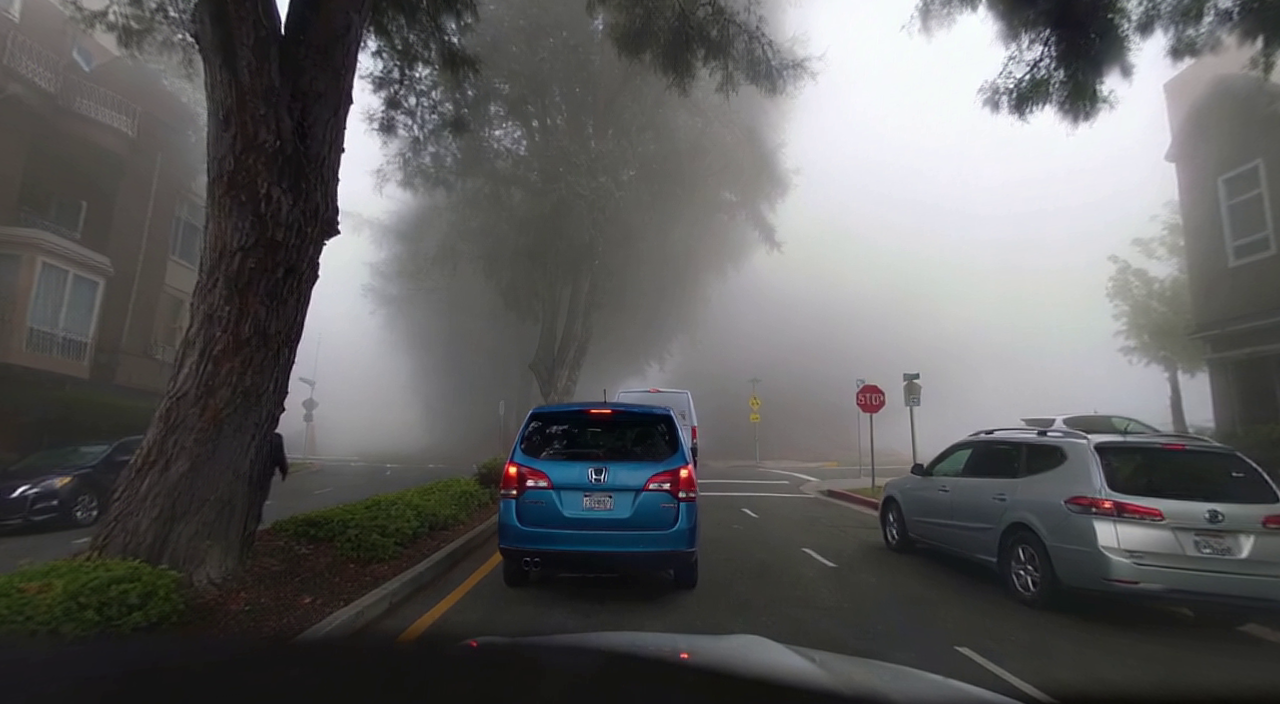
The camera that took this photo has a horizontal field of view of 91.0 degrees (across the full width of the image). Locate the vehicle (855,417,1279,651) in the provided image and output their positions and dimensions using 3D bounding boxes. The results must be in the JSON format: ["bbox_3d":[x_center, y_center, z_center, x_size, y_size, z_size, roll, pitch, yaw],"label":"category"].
[{"bbox_3d":[4.219,1.679,6.906,1.959,1.581,4.731,4,-9,-2],"label":"vehicle"}]

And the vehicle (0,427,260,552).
[{"bbox_3d":[-8.291,2.019,10.054,1.825,1.532,4.083,-3,-7,2],"label":"vehicle"}]

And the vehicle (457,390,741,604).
[{"bbox_3d":[-0.371,1.569,7.704,2.377,1.787,4.652,0,-8,-1],"label":"vehicle"}]
